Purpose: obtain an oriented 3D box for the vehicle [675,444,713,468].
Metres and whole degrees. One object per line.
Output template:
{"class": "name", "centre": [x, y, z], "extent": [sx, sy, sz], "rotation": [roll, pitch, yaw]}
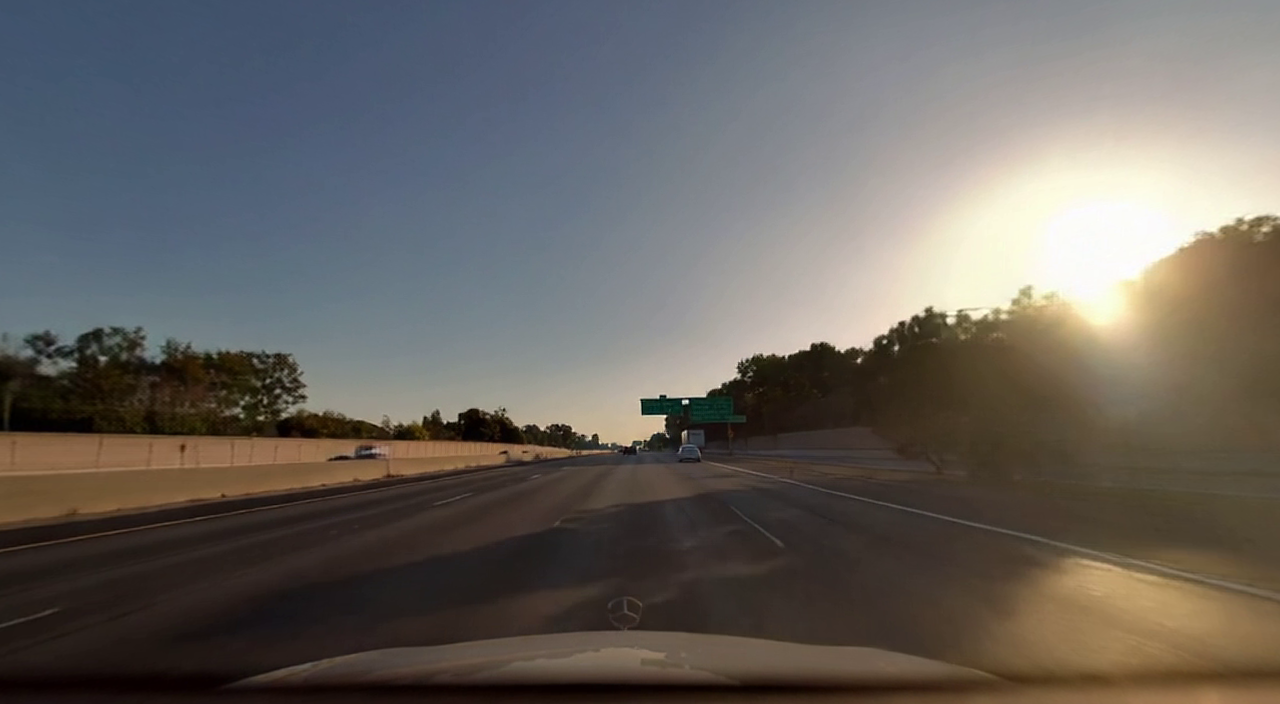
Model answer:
{"class": "vehicle", "centre": [3.546, 6.888, 42.025], "extent": [2.033, 1.501, 4.398], "rotation": [0, -9, -1]}
